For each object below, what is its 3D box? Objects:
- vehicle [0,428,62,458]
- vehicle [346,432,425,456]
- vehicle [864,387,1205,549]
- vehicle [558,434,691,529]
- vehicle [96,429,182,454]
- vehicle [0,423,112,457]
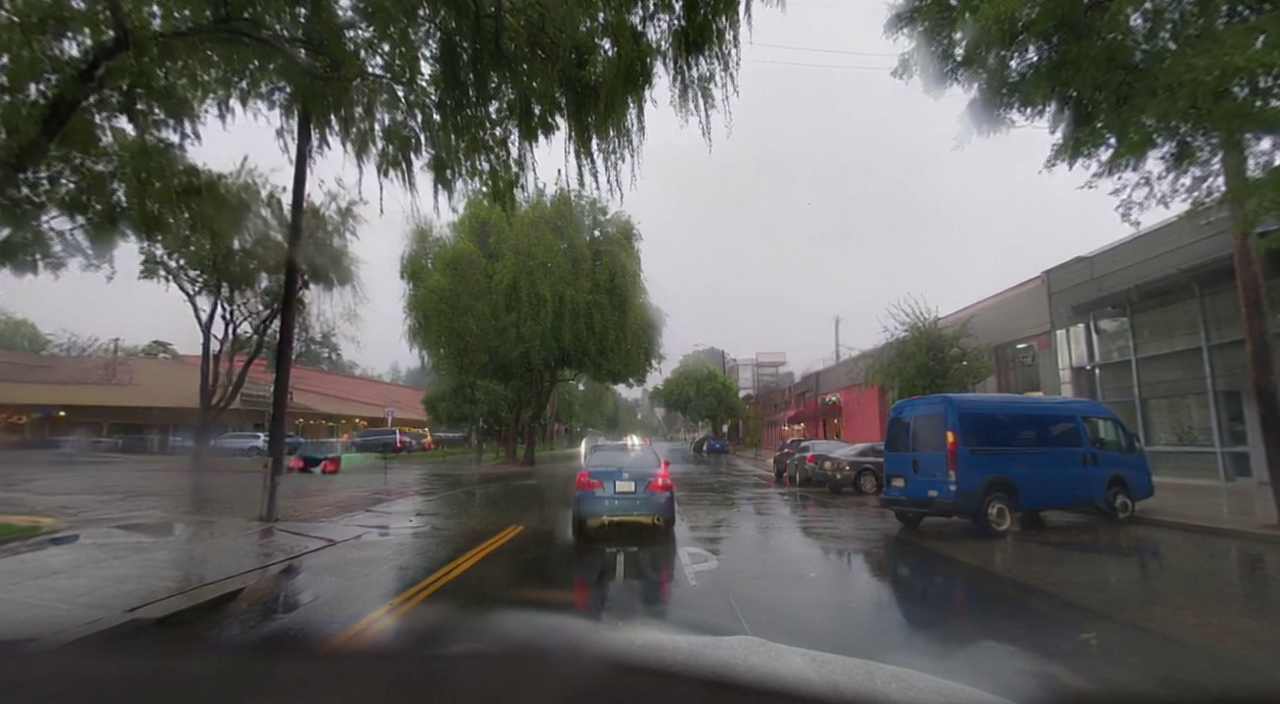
[{"bbox_3d":[-31.827,4.535,31.411,4.168,1.458,1.904,0,-9,-2],"label":"vehicle"},{"bbox_3d":[-18.409,6.647,45.820,4.892,1.679,1.927,1,-9,-7],"label":"vehicle"},{"bbox_3d":[6.650,1.859,10.620,5.385,2.146,2.143,4,-9,-25],"label":"vehicle"},{"bbox_3d":[-0.371,2.361,12.159,2.065,1.450,4.522,1,-8,-3],"label":"vehicle"},{"bbox_3d":[-31.791,5.696,40.158,3.915,1.574,1.850,0,-9,3],"label":"vehicle"},{"bbox_3d":[-31.835,4.785,34.275,4.438,1.814,2.044,0,-9,-1],"label":"vehicle"}]
